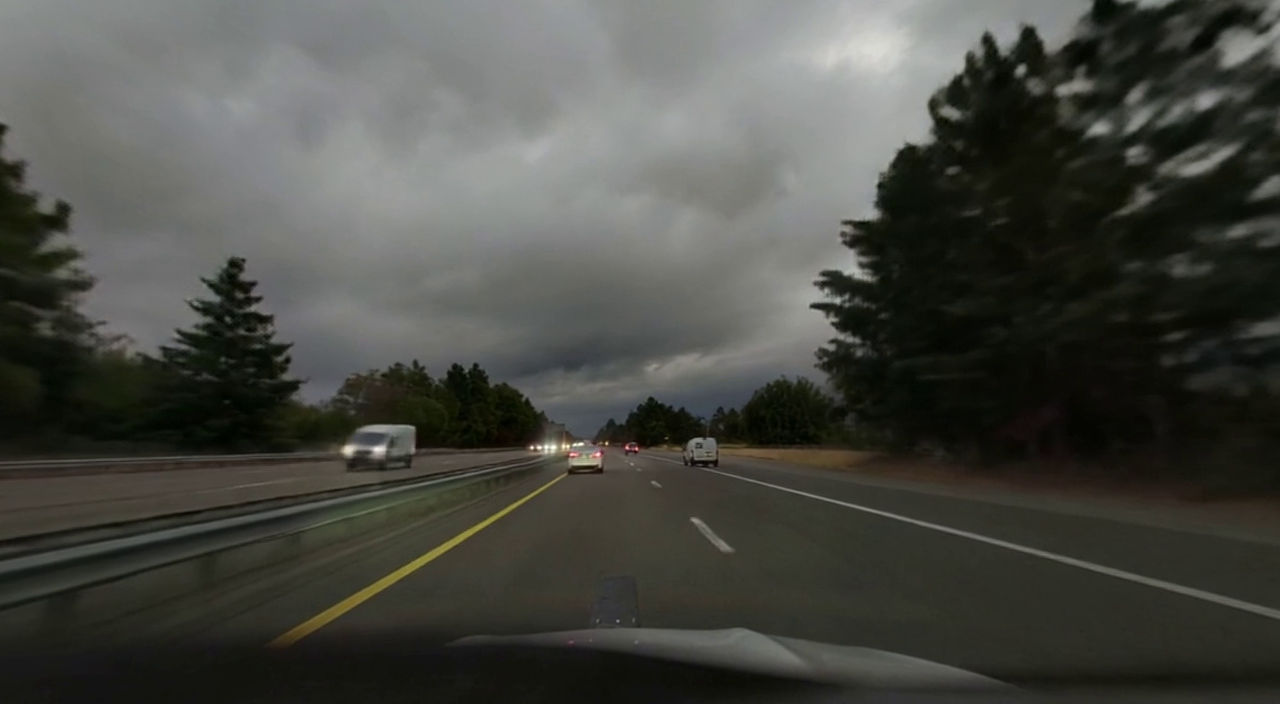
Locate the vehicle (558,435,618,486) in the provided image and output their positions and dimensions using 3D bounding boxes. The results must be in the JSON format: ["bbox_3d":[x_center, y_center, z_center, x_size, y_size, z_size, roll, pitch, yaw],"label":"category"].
[{"bbox_3d":[-1.833,3.997,23.354,1.963,1.711,4.284,0,-9,-1],"label":"vehicle"}]

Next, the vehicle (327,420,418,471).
[{"bbox_3d":[-14.756,5.252,35.122,2.445,2.526,6.227,0,-9,-2],"label":"vehicle"}]

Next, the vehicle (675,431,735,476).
[{"bbox_3d":[3.002,4.852,30.057,2.179,1.930,4.538,0,-9,-3],"label":"vehicle"}]
